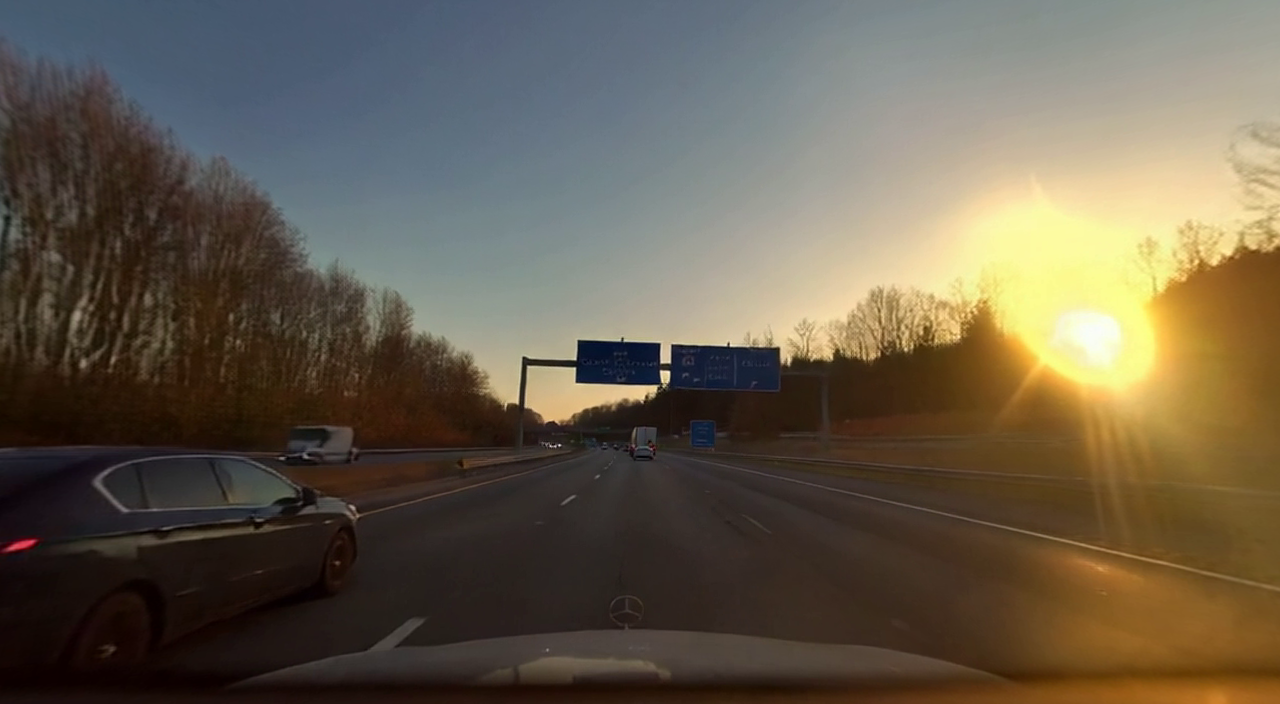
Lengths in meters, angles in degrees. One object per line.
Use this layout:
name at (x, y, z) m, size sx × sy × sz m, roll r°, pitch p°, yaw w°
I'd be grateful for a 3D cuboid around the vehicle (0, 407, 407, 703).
vehicle at (-3.383, 1.218, 4.036) m, size 2.012 × 1.500 × 4.452 m, roll 0°, pitch -9°, yaw 1°

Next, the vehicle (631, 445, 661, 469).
vehicle at (0.367, 6.795, 40.894) m, size 1.859 × 1.478 × 3.799 m, roll 0°, pitch -9°, yaw 0°
